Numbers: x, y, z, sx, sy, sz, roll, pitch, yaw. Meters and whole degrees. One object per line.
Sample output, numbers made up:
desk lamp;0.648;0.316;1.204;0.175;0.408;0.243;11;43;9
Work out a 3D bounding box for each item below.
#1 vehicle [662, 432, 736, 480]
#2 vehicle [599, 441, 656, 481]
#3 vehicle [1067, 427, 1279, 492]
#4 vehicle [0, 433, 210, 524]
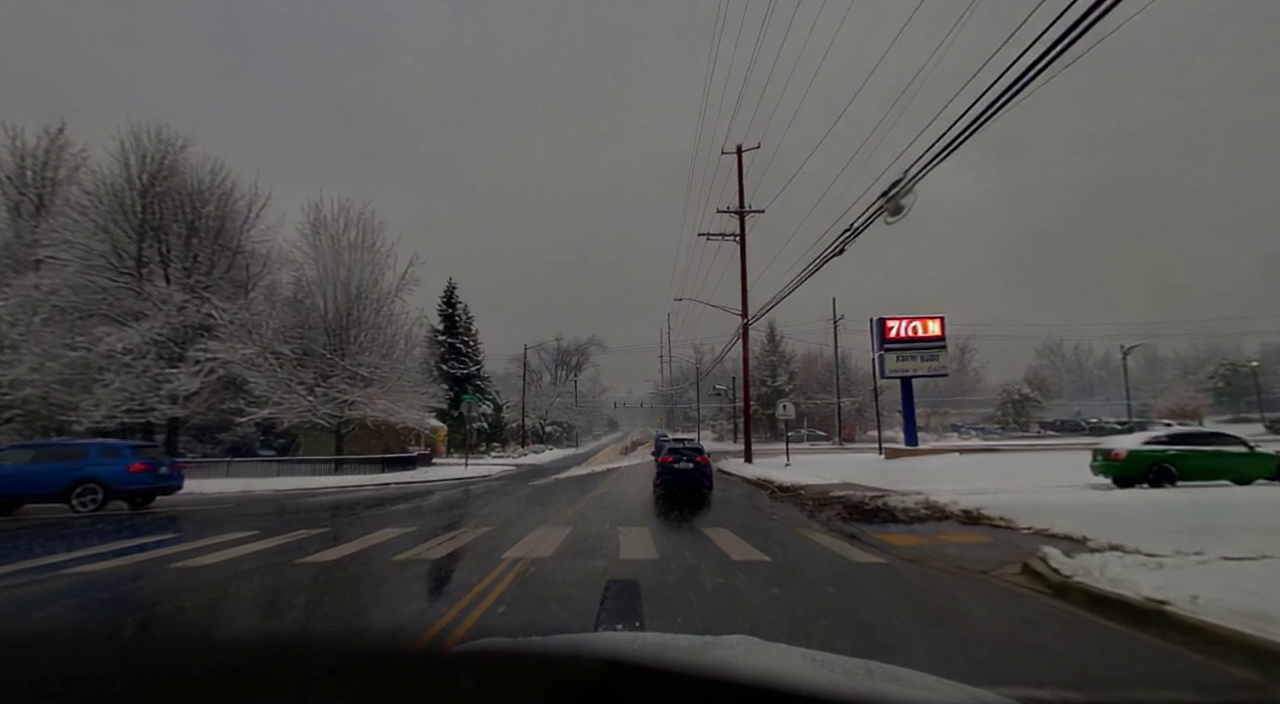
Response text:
vehicle;2.429;4.533;27.852;2.553;1.868;5.536;0;-9;-2
vehicle;-0.574;4.211;24.660;1.874;1.427;3.976;1;-9;-6
vehicle;13.170;2.484;14.775;4.872;1.400;1.955;-1;-9;3
vehicle;-13.779;2.865;14.612;5.866;1.904;2.197;1;-9;-6
